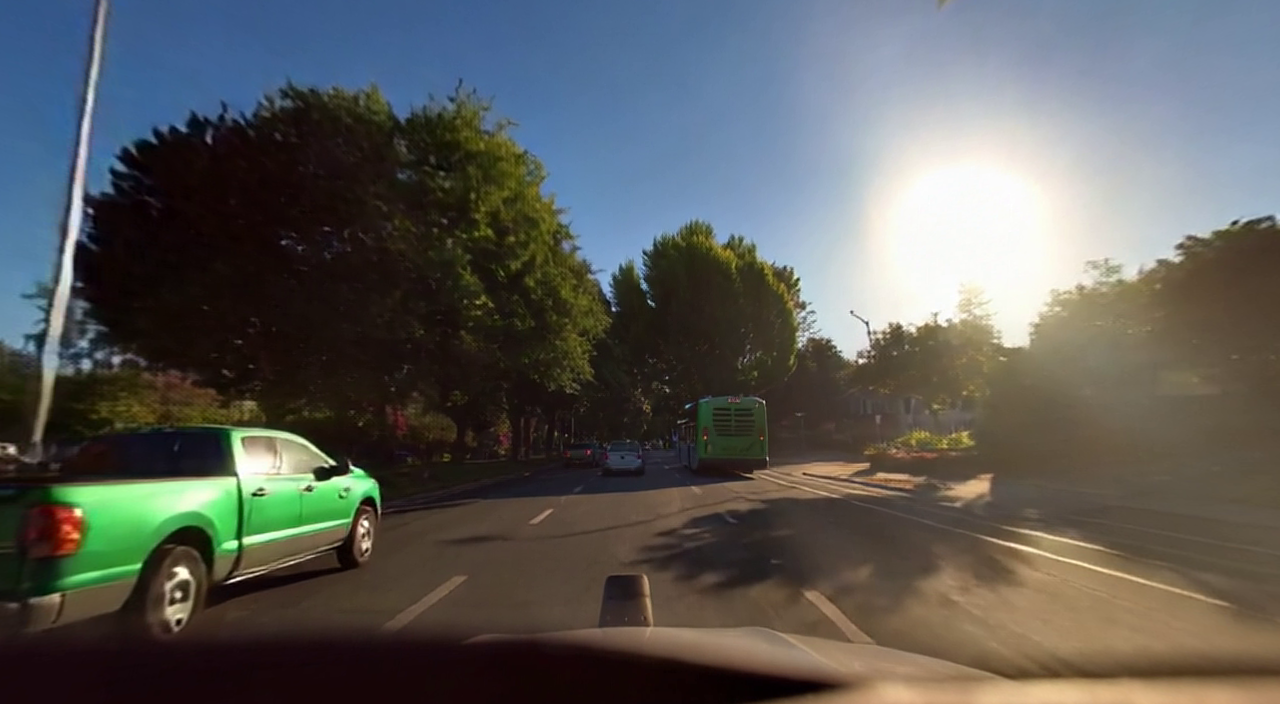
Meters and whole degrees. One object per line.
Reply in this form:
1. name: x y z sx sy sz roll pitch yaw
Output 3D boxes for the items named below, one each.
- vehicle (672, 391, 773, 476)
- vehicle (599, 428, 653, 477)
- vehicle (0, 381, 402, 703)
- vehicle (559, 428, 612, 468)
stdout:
1. vehicle: 3.494 4.056 30.587 3.059 3.264 12.623 0 -8 0
2. vehicle: -0.489 4.239 26.778 2.074 1.849 5.137 0 -8 1
3. vehicle: -3.879 1.229 4.998 2.109 1.543 4.535 0 -8 1
4. vehicle: -2.971 5.444 35.947 2.513 2.066 5.820 0 -8 0
